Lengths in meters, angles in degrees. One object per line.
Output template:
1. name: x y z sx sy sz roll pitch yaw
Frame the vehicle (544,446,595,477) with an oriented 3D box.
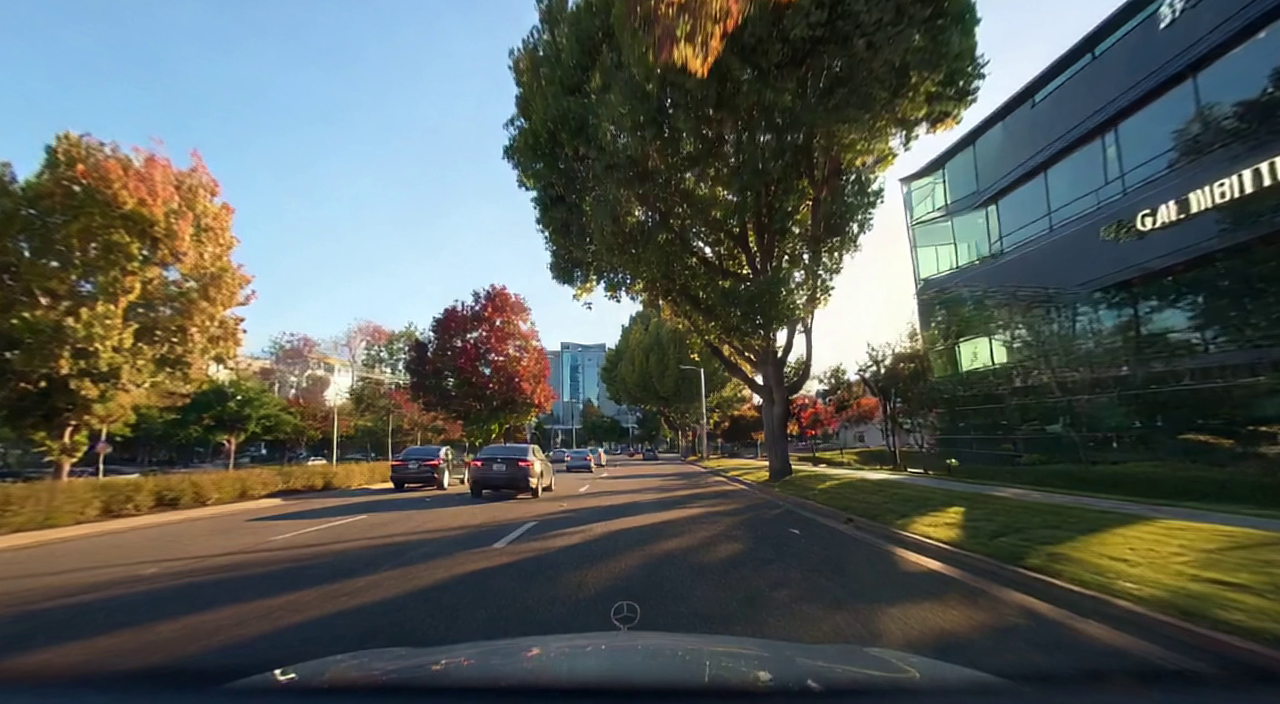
1. vehicle: -3.446 5.433 31.647 1.971 1.414 4.317 0 -9 2

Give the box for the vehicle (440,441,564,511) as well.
1. vehicle: -3.250 3.012 15.956 2.011 1.483 4.596 0 -9 1

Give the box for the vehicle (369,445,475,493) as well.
1. vehicle: -7.532 4.061 22.441 1.976 1.497 4.709 0 -9 2
